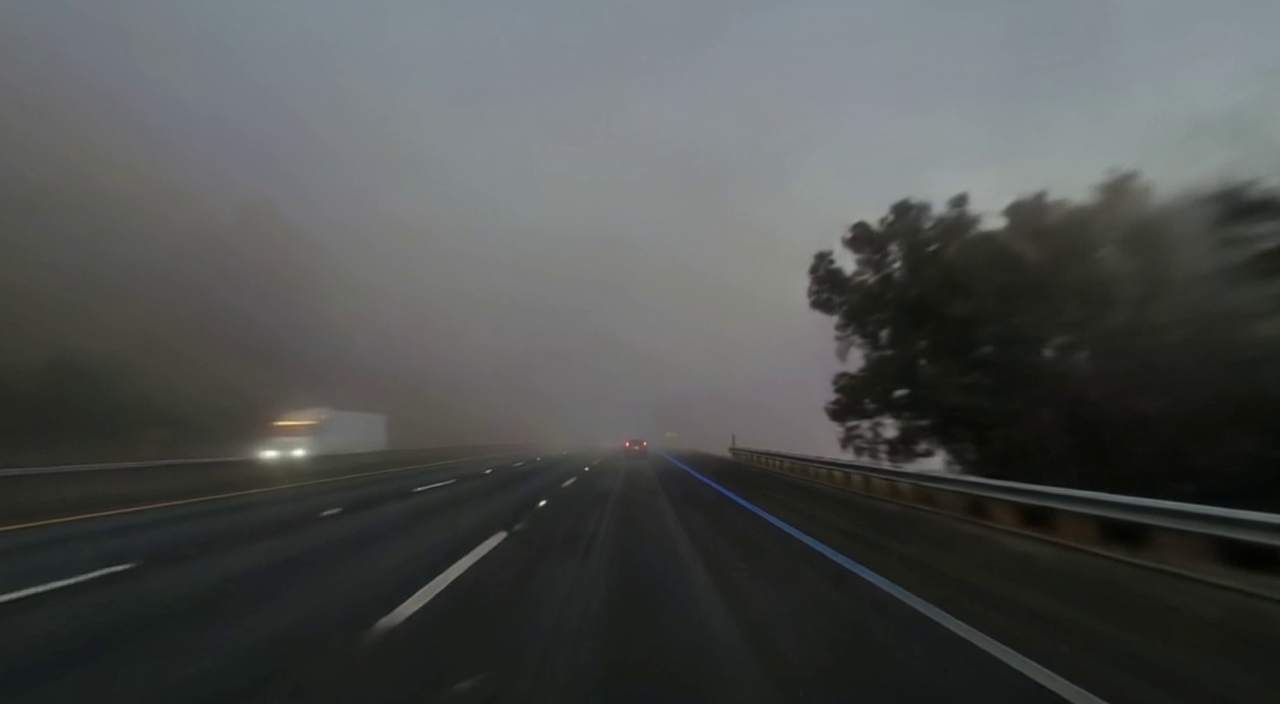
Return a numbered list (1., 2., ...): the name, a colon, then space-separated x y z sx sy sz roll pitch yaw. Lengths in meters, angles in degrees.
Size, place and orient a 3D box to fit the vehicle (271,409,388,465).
1. vehicle: -23.396 6.563 48.509 3.093 3.762 12.209 0 -8 -2
